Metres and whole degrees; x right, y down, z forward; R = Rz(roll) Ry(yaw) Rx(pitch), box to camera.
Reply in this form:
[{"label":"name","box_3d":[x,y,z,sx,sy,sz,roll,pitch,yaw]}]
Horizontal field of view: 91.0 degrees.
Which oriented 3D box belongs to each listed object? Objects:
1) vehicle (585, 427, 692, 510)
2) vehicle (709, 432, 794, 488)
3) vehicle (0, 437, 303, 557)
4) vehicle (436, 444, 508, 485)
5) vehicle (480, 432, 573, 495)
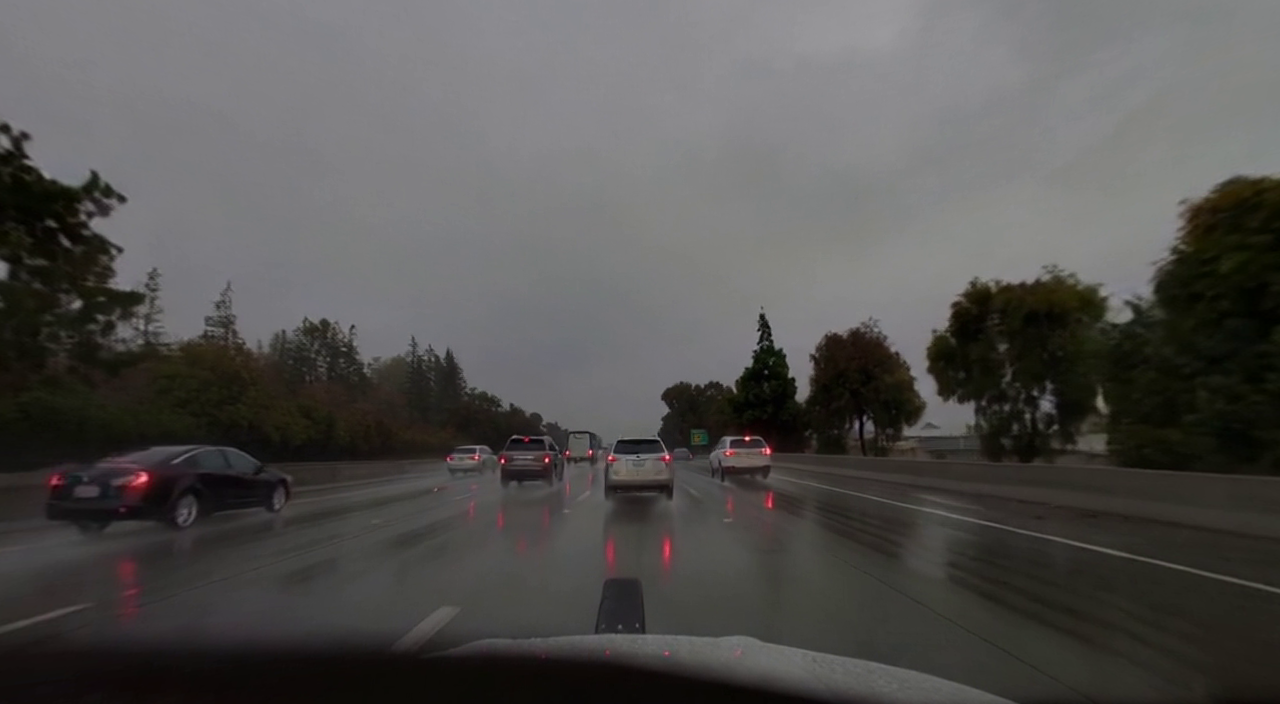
[{"label":"vehicle","box_3d":[-0.004,2.753,15.324,2.223,1.722,4.177,0,-8,1]},{"label":"vehicle","box_3d":[3.982,3.979,23.571,2.175,1.830,5.173,0,-8,-1]},{"label":"vehicle","box_3d":[-7.737,2.186,10.322,1.927,1.514,4.474,0,-8,0]},{"label":"vehicle","box_3d":[-7.163,4.807,27.286,1.931,1.617,4.060,0,-8,0]},{"label":"vehicle","box_3d":[-3.517,3.550,20.449,2.142,1.808,4.266,0,-8,1]}]
